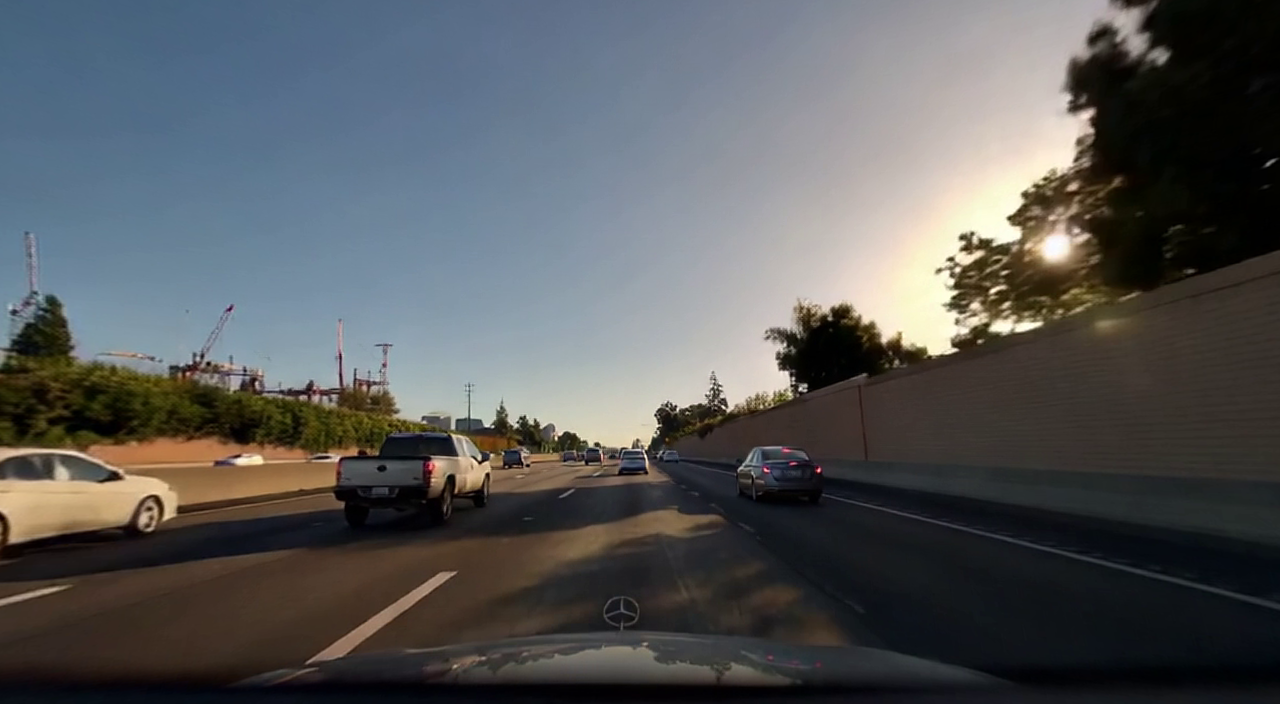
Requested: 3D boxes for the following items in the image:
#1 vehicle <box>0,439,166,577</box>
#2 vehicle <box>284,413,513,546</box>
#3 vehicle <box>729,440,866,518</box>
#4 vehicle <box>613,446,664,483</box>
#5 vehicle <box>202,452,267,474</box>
[{"bbox_3d":[-7.847,1.702,6.937,1.908,1.476,4.342,0,-9,0],"label":"vehicle"},{"bbox_3d":[-3.681,2.041,10.715,2.121,1.775,4.335,0,-9,0],"label":"vehicle"},{"bbox_3d":[3.442,2.845,14.773,1.917,1.507,4.540,0,-9,-2],"label":"vehicle"},{"bbox_3d":[-0.101,4.831,27.431,2.045,1.452,4.040,0,-9,-1],"label":"vehicle"},{"bbox_3d":[-31.479,8.606,49.220,1.940,1.670,4.764,0,-9,0],"label":"vehicle"}]
